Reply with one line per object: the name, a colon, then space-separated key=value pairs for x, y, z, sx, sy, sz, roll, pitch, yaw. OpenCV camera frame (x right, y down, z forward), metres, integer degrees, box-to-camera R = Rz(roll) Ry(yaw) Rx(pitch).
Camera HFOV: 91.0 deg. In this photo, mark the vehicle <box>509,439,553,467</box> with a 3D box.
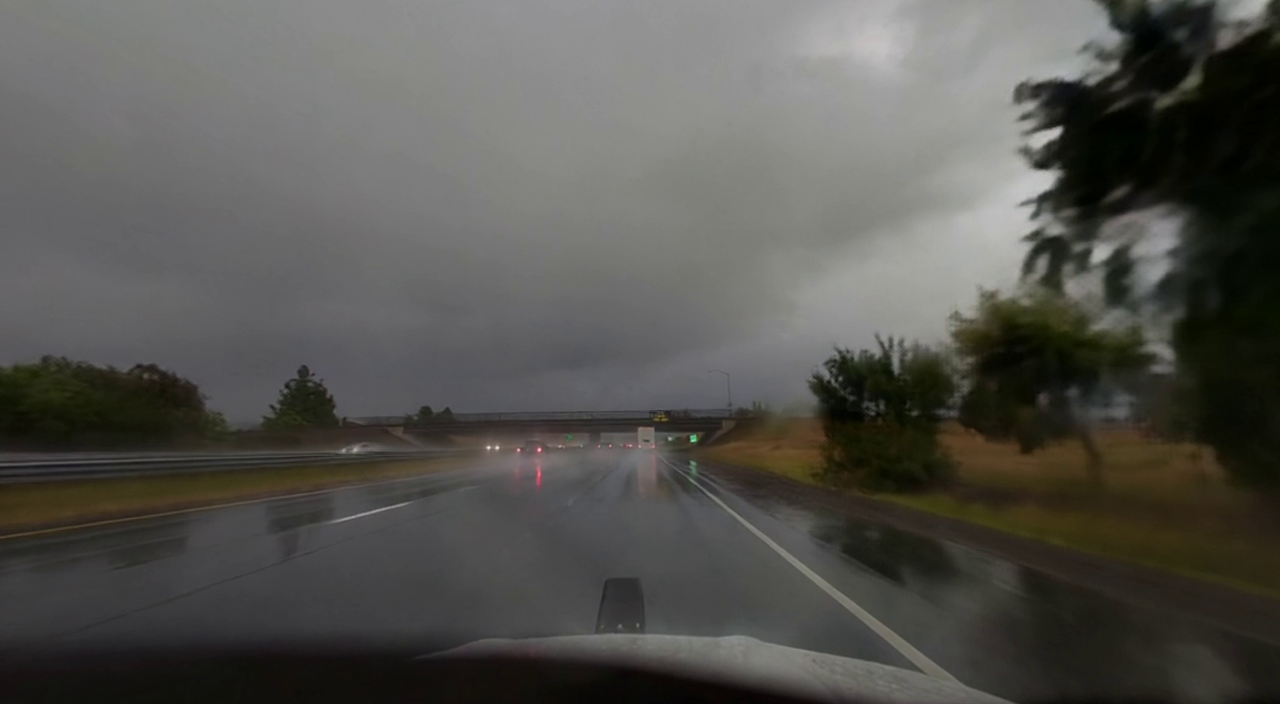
vehicle: x=-7.052 y=6.602 z=41.332 sx=2.070 sy=1.738 sz=4.733 roll=0 pitch=-8 yaw=0
